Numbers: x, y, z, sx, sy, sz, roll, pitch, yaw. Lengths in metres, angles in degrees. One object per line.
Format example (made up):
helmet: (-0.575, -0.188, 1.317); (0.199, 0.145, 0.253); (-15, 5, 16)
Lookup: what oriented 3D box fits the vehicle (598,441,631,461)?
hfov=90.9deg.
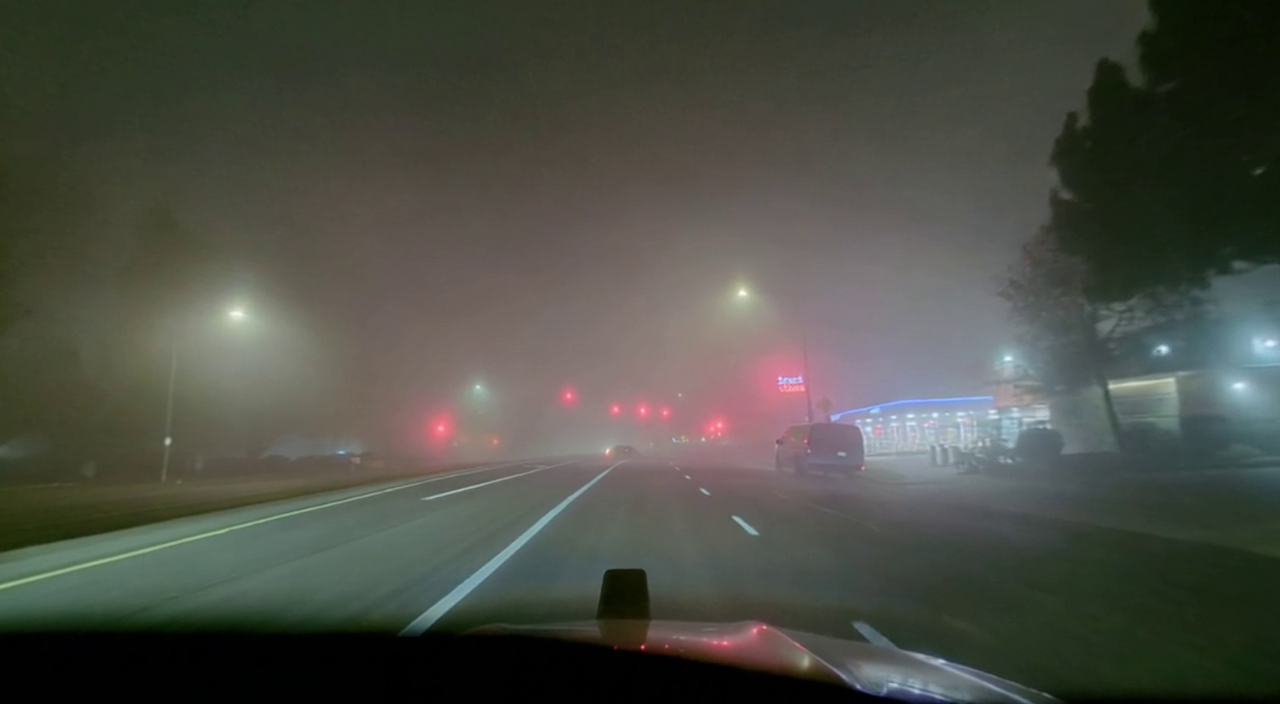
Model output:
vehicle: (-1.967, 7.711, 49.302); (2.082, 1.460, 4.442); (-1, -8, 4)

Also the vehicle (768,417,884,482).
vehicle: (7.409, 4.016, 26.124); (2.764, 2.327, 6.492); (0, -8, 0)
